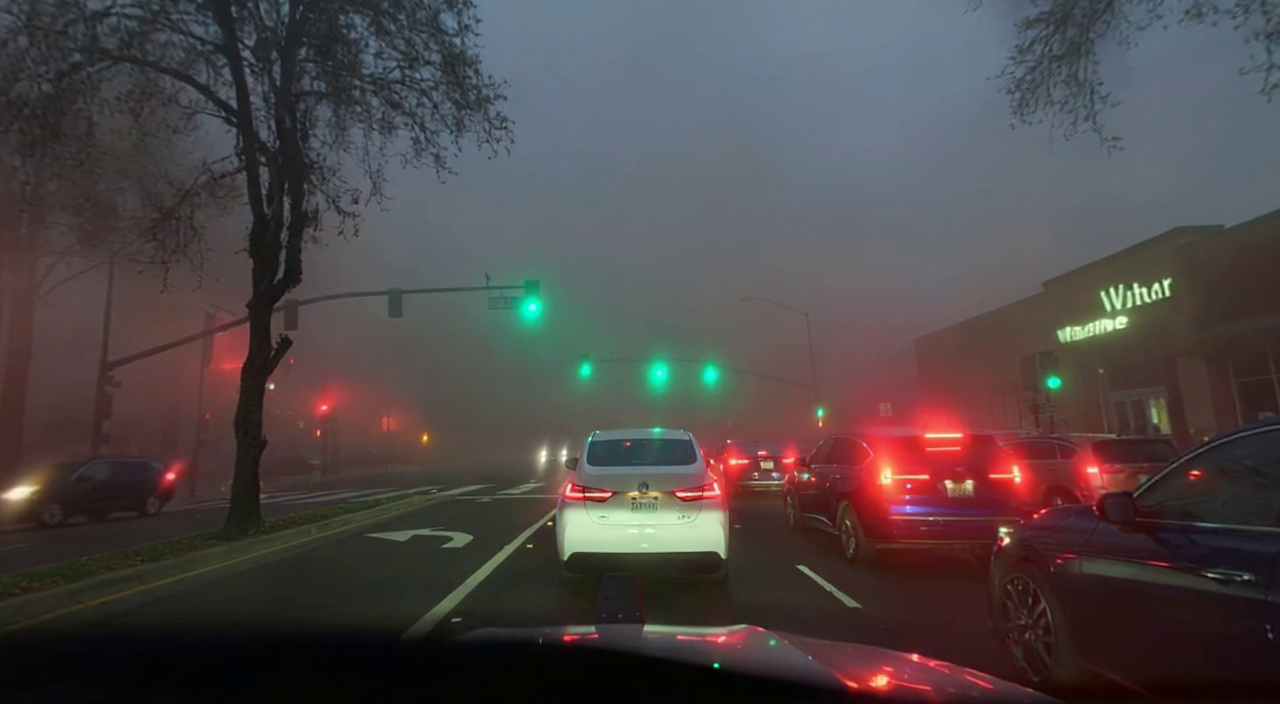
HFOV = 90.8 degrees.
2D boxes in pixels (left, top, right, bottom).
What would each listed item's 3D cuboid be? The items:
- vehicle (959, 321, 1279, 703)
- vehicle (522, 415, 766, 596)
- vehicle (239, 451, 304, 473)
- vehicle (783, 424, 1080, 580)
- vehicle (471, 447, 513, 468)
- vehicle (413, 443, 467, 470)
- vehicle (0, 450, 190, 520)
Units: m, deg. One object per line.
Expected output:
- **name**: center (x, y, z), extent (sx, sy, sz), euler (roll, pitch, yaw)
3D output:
- **vehicle**: center (2.979, 0.689, 1.575), extent (2.075, 1.661, 4.401), euler (0, -9, 1)
- **vehicle**: center (0.012, 1.639, 7.533), extent (2.154, 1.577, 3.723), euler (0, -9, -1)
- **vehicle**: center (-28.597, 8.528, 49.176), extent (4.205, 1.541, 1.780), euler (4, -10, -28)
- **vehicle**: center (3.324, 1.782, 8.308), extent (1.865, 1.496, 4.170), euler (0, -9, 0)
- **vehicle**: center (-11.260, 8.002, 48.244), extent (2.099, 1.478, 4.411), euler (0, -9, 0)
- **vehicle**: center (-15.083, 7.895, 48.046), extent (2.395, 1.903, 4.860), euler (-1, -9, 1)
- **vehicle**: center (-15.390, 3.529, 17.385), extent (2.269, 1.604, 4.265), euler (-3, -9, 17)
